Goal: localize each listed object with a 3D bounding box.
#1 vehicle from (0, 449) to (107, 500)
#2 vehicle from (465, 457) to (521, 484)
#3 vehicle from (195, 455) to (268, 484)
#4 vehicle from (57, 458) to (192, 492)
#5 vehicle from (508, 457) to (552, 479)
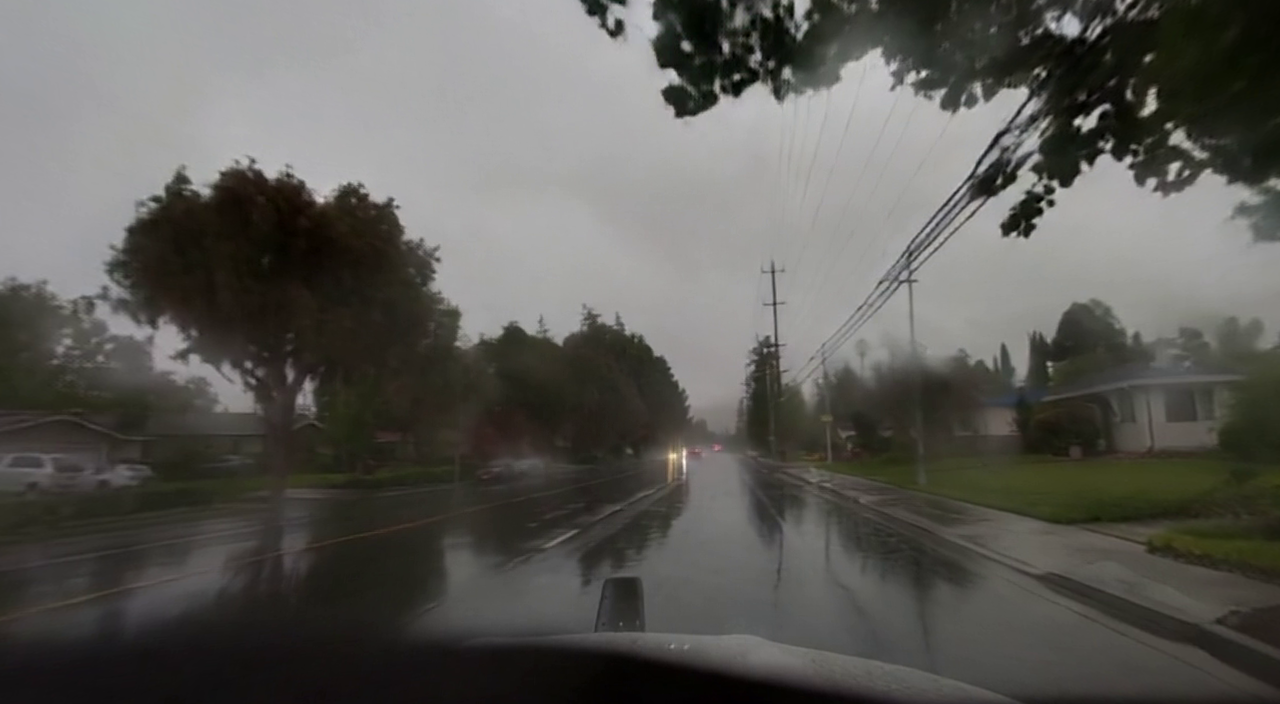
[{"bbox_3d":[-25.248,4.880,25.494,5.866,1.877,2.280,-2,-8,9],"label":"vehicle"},{"bbox_3d":[-9.213,7.485,40.060,1.936,1.489,4.311,-2,-9,9],"label":"vehicle"},{"bbox_3d":[-23.454,6.752,36.485,1.769,1.414,4.434,2,-8,-8],"label":"vehicle"},{"bbox_3d":[-24.031,5.740,29.617,4.326,1.452,2.121,1,-9,-5],"label":"vehicle"},{"bbox_3d":[-8.097,8.588,46.990,1.863,1.481,4.363,-4,-9,9],"label":"vehicle"}]
